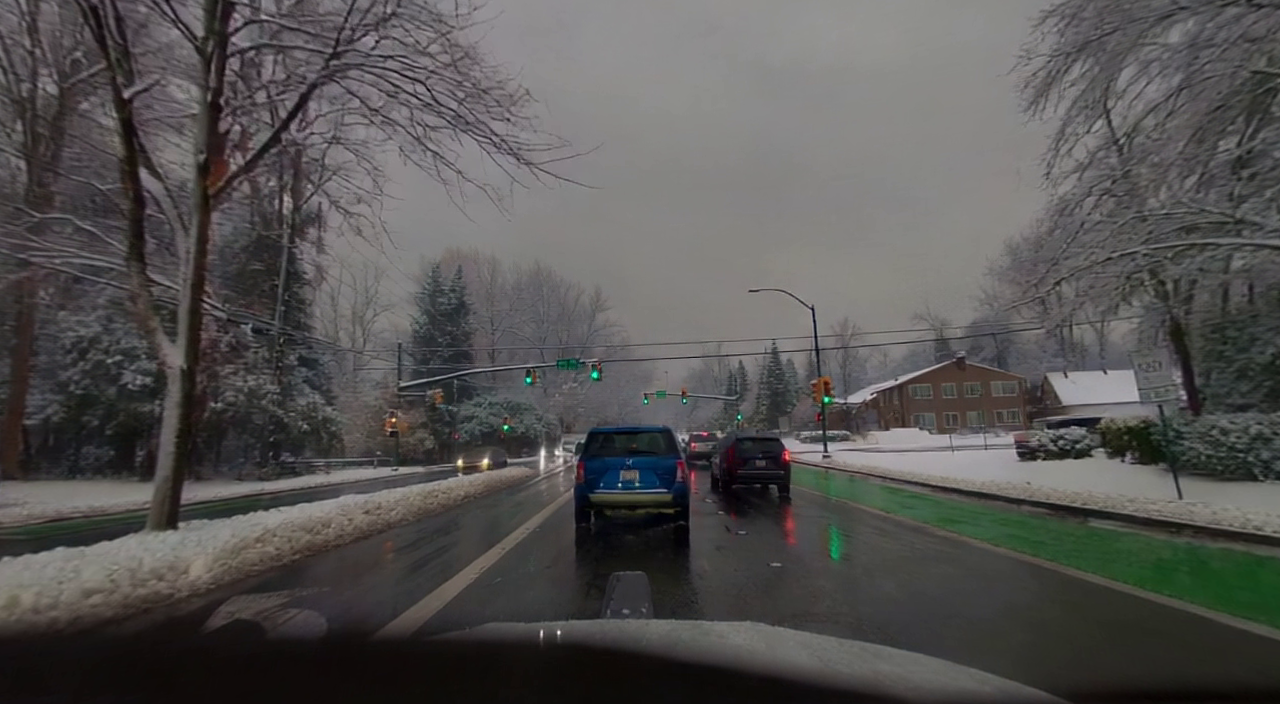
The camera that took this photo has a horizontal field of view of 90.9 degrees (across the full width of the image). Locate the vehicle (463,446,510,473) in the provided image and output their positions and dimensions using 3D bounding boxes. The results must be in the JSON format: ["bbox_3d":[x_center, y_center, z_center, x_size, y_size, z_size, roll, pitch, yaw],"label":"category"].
[{"bbox_3d":[-10.019,7.004,41.474,1.886,1.666,4.575,0,-8,1],"label":"vehicle"}]

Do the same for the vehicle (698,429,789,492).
[{"bbox_3d":[3.201,3.475,20.569,2.189,1.815,4.495,0,-8,0],"label":"vehicle"}]

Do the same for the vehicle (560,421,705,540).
[{"bbox_3d":[-0.091,2.182,11.272,2.109,1.730,3.963,0,-8,0],"label":"vehicle"}]
